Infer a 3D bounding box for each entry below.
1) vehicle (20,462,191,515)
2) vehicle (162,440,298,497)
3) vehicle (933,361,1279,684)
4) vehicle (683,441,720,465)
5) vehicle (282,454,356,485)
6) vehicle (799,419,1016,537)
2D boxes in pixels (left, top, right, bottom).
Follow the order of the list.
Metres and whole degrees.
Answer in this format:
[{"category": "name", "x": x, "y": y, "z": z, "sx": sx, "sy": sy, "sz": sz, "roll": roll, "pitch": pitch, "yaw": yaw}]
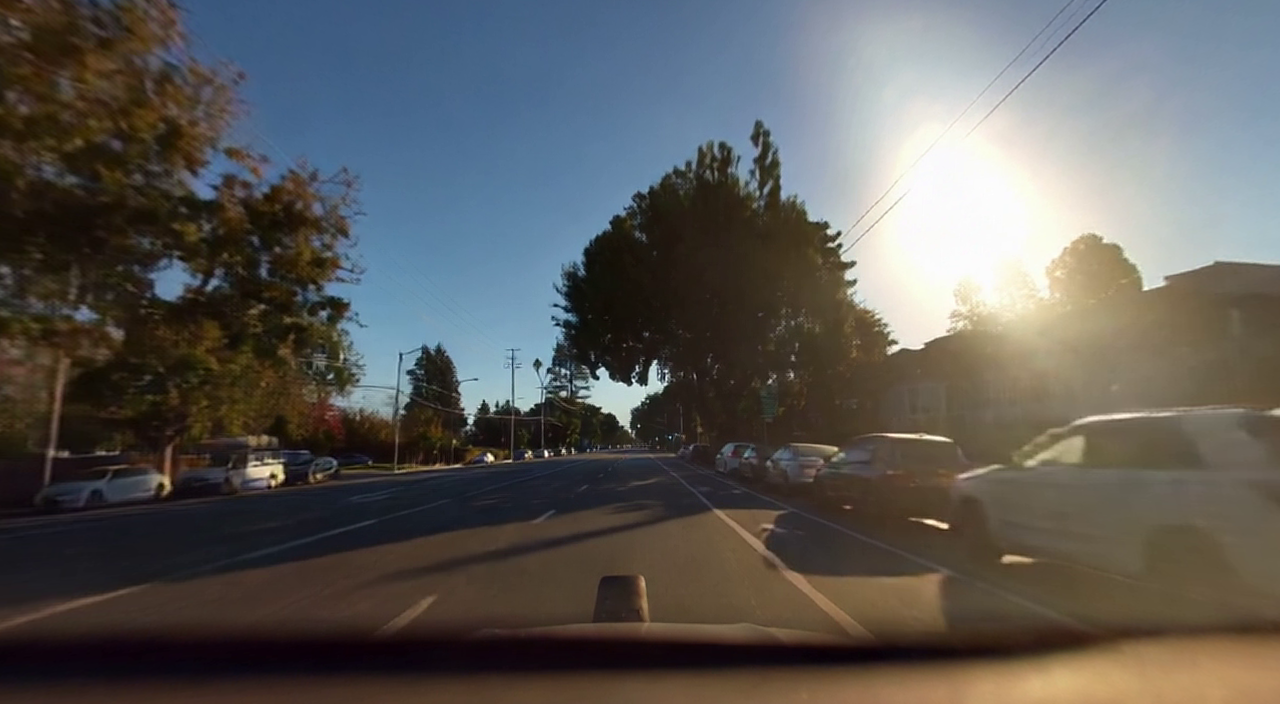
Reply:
[{"category": "vehicle", "x": -17.788, "y": 4.530, "z": 21.382, "sx": 1.921, "sy": 1.480, "sz": 4.392, "roll": 0, "pitch": -9, "yaw": 0}, {"category": "vehicle", "x": -17.819, "y": 5.068, "z": 27.936, "sx": 2.360, "sy": 2.225, "sz": 5.385, "roll": 0, "pitch": -9, "yaw": 0}, {"category": "vehicle", "x": 4.514, "y": 1.205, "z": 5.225, "sx": 1.926, "sy": 1.778, "sz": 4.568, "roll": 0, "pitch": -9, "yaw": 0}, {"category": "vehicle", "x": 4.463, "y": 7.432, "z": 46.602, "sx": 2.154, "sy": 1.718, "sz": 4.980, "roll": 0, "pitch": -9, "yaw": -1}, {"category": "vehicle", "x": -17.770, "y": 6.508, "z": 35.236, "sx": 1.871, "sy": 1.596, "sz": 4.114, "roll": -1, "pitch": -9, "yaw": 2}, {"category": "vehicle", "x": 4.468, "y": 2.175, "z": 11.514, "sx": 1.889, "sy": 1.697, "sz": 4.557, "roll": 0, "pitch": -9, "yaw": -1}]
